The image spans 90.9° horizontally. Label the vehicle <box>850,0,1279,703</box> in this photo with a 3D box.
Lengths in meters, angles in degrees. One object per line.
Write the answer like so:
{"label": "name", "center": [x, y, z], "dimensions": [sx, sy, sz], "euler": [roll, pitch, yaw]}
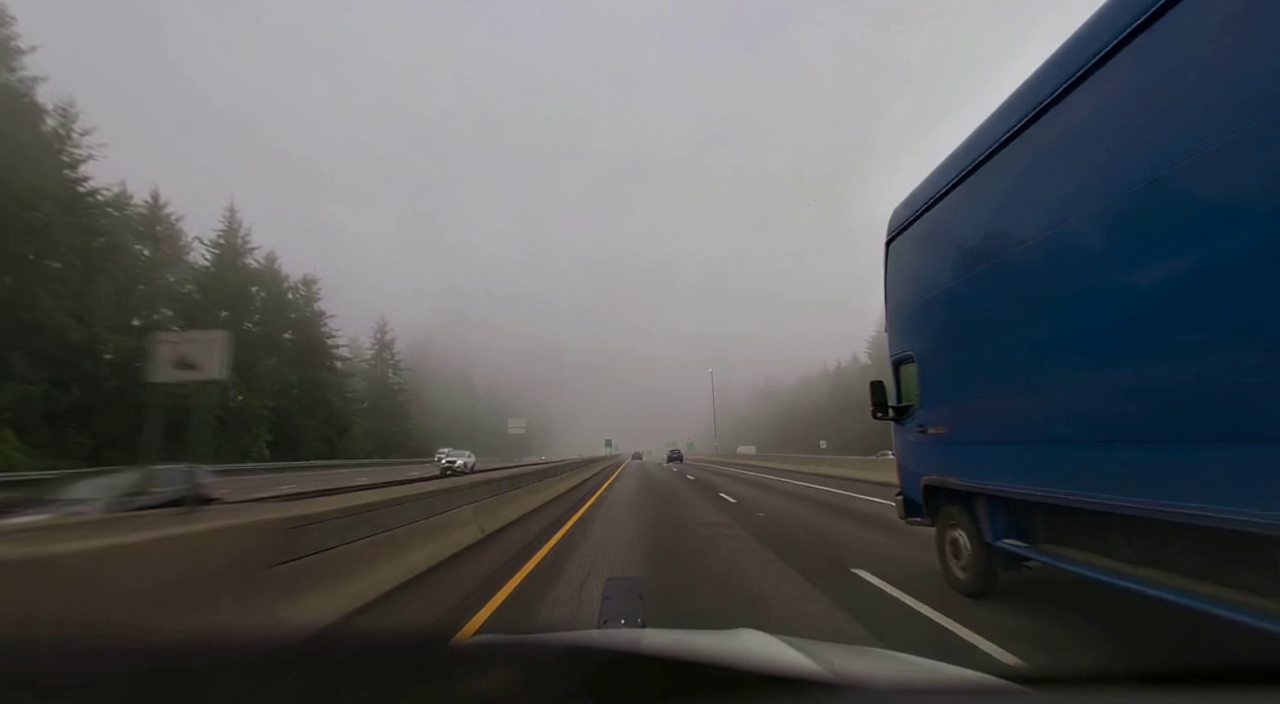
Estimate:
{"label": "vehicle", "center": [4.076, 0.086, 4.343], "dimensions": [3.012, 3.933, 6.192], "euler": [0, -9, 0]}

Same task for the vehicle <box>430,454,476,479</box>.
{"label": "vehicle", "center": [-12.488, 7.644, 42.360], "dimensions": [1.838, 1.582, 3.879], "euler": [0, -9, 0]}
